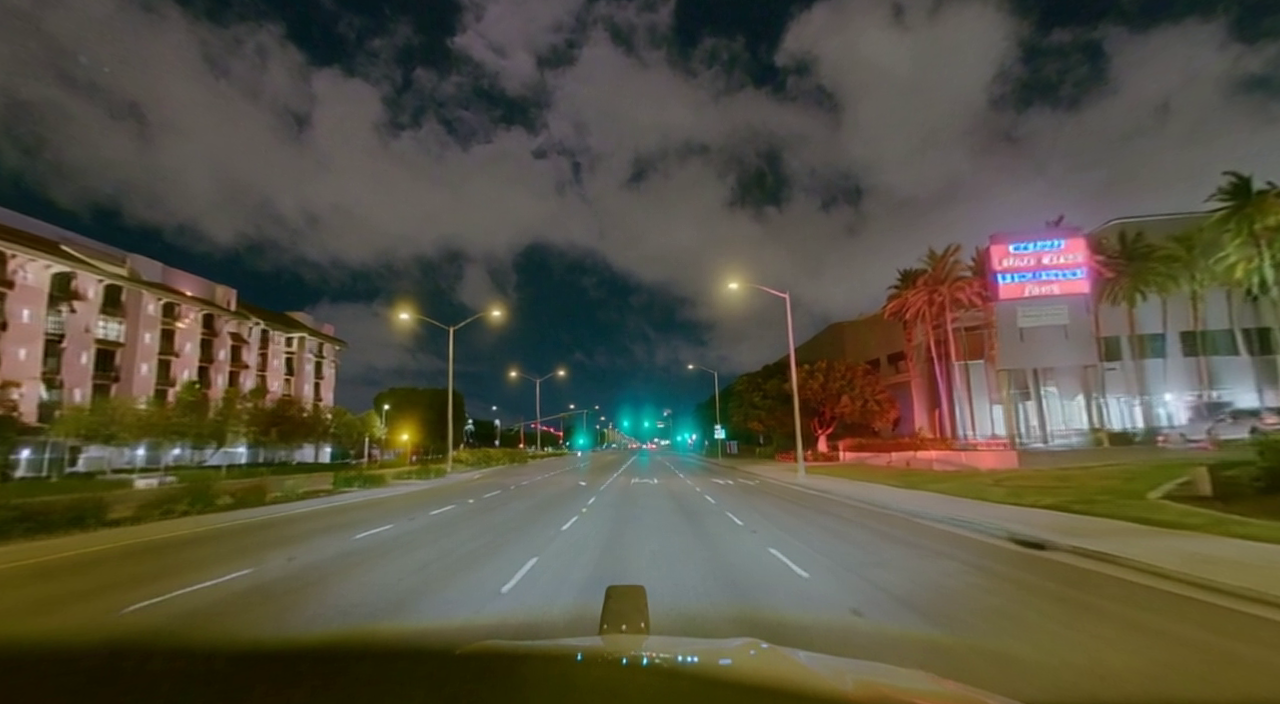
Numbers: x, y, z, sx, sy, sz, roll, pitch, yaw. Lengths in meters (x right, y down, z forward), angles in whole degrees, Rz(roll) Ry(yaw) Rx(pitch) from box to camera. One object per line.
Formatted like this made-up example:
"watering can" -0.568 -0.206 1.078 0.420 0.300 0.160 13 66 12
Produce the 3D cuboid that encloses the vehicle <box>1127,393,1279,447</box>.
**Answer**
"vehicle" 21.888 2.668 23.915 2.222 1.818 5.099 1 -9 -9
